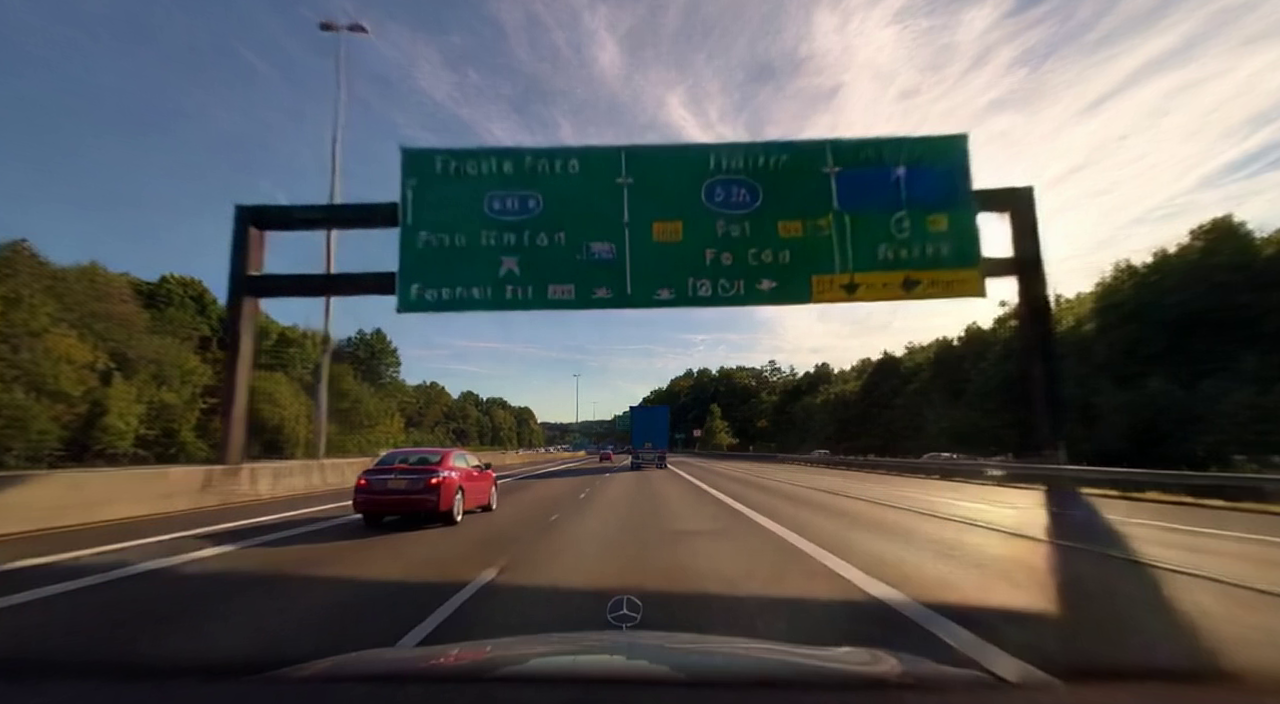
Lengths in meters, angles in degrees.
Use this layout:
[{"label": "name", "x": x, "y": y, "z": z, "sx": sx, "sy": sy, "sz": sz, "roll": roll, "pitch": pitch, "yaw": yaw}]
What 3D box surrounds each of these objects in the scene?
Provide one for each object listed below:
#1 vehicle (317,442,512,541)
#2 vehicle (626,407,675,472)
[{"label": "vehicle", "x": -3.849, "y": 2.432, "z": 11.743, "sx": 1.931, "sy": 1.466, "sz": 4.458, "roll": 0, "pitch": -9, "yaw": 1}, {"label": "vehicle", "x": 0.674, "y": 6.244, "z": 44.513, "sx": 3.022, "sy": 4.072, "sz": 10.318, "roll": 0, "pitch": -9, "yaw": 0}]
